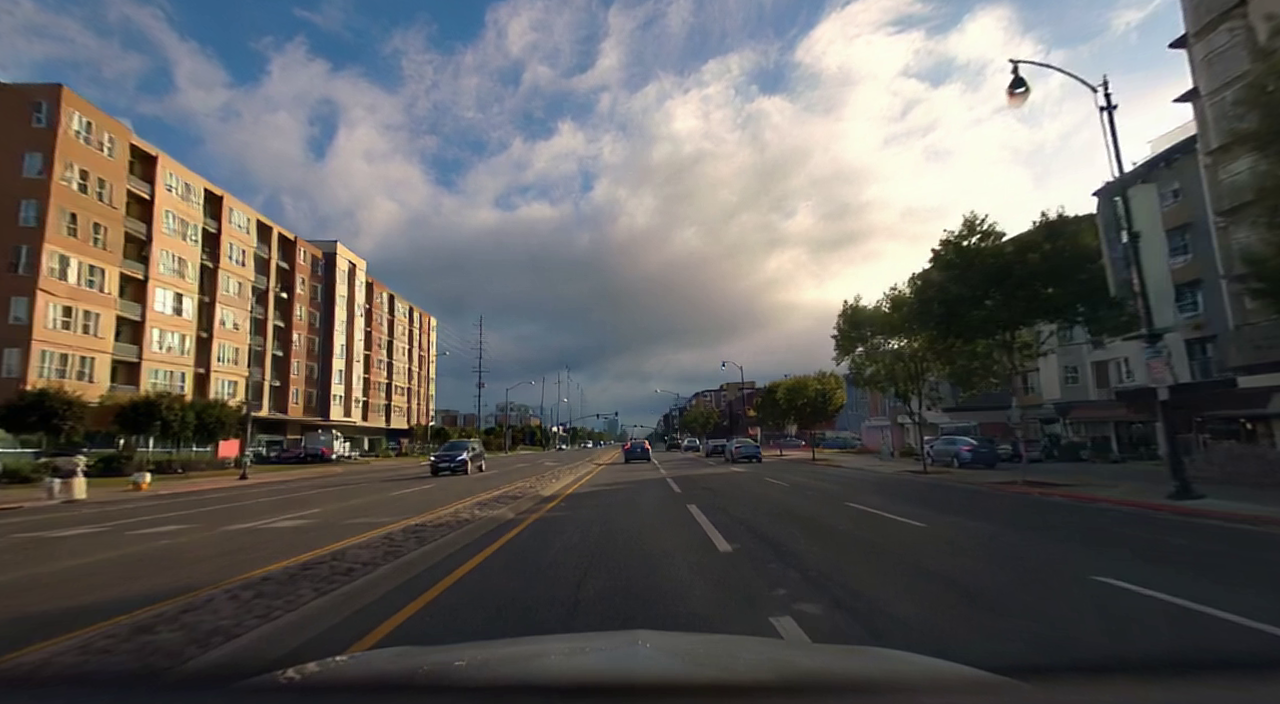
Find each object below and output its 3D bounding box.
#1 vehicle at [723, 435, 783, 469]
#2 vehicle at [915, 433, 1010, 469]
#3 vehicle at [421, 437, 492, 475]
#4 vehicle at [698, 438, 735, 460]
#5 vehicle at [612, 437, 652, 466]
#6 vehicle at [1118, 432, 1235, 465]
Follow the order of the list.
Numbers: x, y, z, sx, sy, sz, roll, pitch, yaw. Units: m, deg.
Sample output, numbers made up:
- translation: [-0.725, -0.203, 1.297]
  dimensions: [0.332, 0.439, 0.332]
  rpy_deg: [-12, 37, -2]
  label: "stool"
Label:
- translation: [5.685, 5.119, 32.352]
  dimensions: [2.121, 1.557, 4.898]
  rpy_deg: [0, -8, -1]
  label: "vehicle"
- translation: [14.996, 4.636, 29.586]
  dimensions: [2.025, 1.523, 4.581]
  rpy_deg: [0, -8, 0]
  label: "vehicle"
- translation: [-8.684, 4.973, 30.241]
  dimensions: [2.010, 1.674, 4.484]
  rpy_deg: [0, -8, 1]
  label: "vehicle"
- translation: [5.688, 7.245, 47.183]
  dimensions: [2.154, 1.554, 4.149]
  rpy_deg: [0, -8, -2]
  label: "vehicle"
- translation: [-0.431, 5.577, 35.402]
  dimensions: [2.106, 1.553, 3.964]
  rpy_deg: [0, -8, 0]
  label: "vehicle"
- translation: [27.158, 4.902, 32.097]
  dimensions: [2.138, 1.542, 4.671]
  rpy_deg: [-1, -9, 5]
  label: "vehicle"
